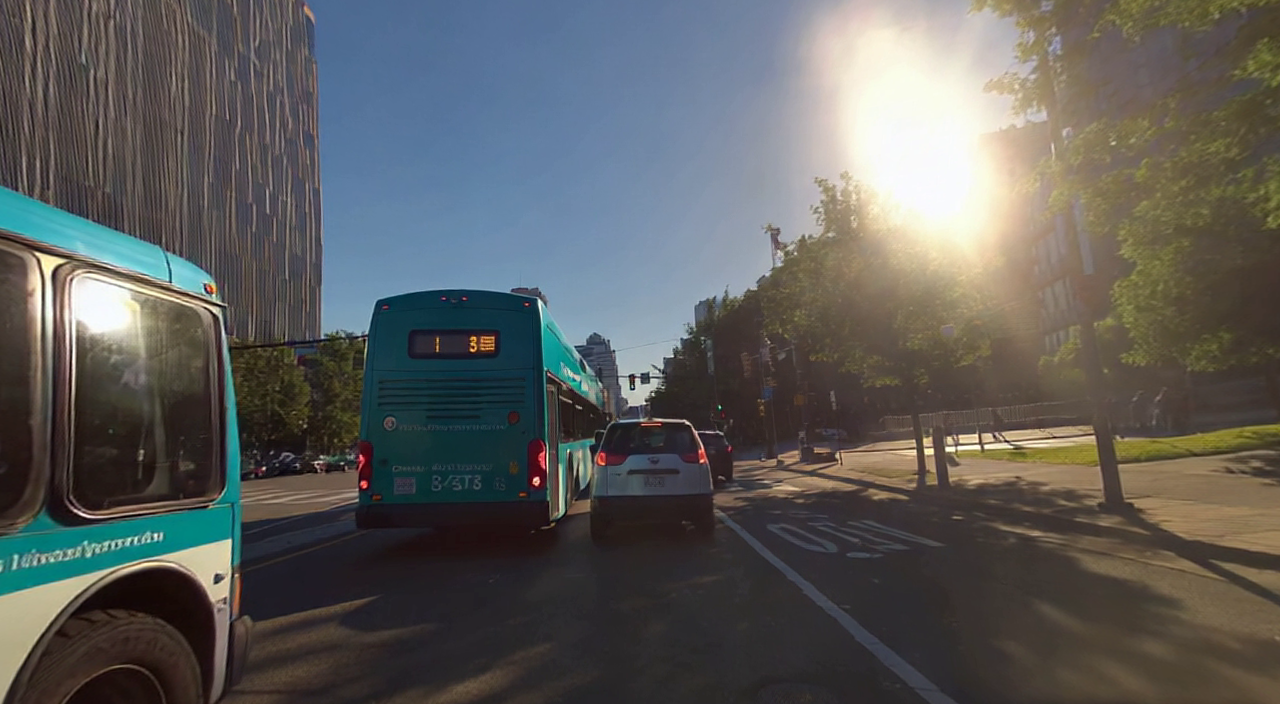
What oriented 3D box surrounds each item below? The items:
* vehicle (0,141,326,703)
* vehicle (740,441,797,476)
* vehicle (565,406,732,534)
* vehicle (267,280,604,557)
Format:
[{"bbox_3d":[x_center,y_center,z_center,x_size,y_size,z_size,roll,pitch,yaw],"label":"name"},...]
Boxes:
[{"bbox_3d":[-2.753,0.335,0.218,2.329,2.089,5.659,0,-9,0],"label":"vehicle"},{"bbox_3d":[6.128,5.101,30.481,1.919,1.529,4.059,0,-9,0],"label":"vehicle"},{"bbox_3d":[0.140,2.109,11.736,2.500,1.912,4.270,0,-9,0],"label":"vehicle"},{"bbox_3d":[-2.886,1.798,14.633,3.042,3.445,13.615,0,-9,1],"label":"vehicle"}]
